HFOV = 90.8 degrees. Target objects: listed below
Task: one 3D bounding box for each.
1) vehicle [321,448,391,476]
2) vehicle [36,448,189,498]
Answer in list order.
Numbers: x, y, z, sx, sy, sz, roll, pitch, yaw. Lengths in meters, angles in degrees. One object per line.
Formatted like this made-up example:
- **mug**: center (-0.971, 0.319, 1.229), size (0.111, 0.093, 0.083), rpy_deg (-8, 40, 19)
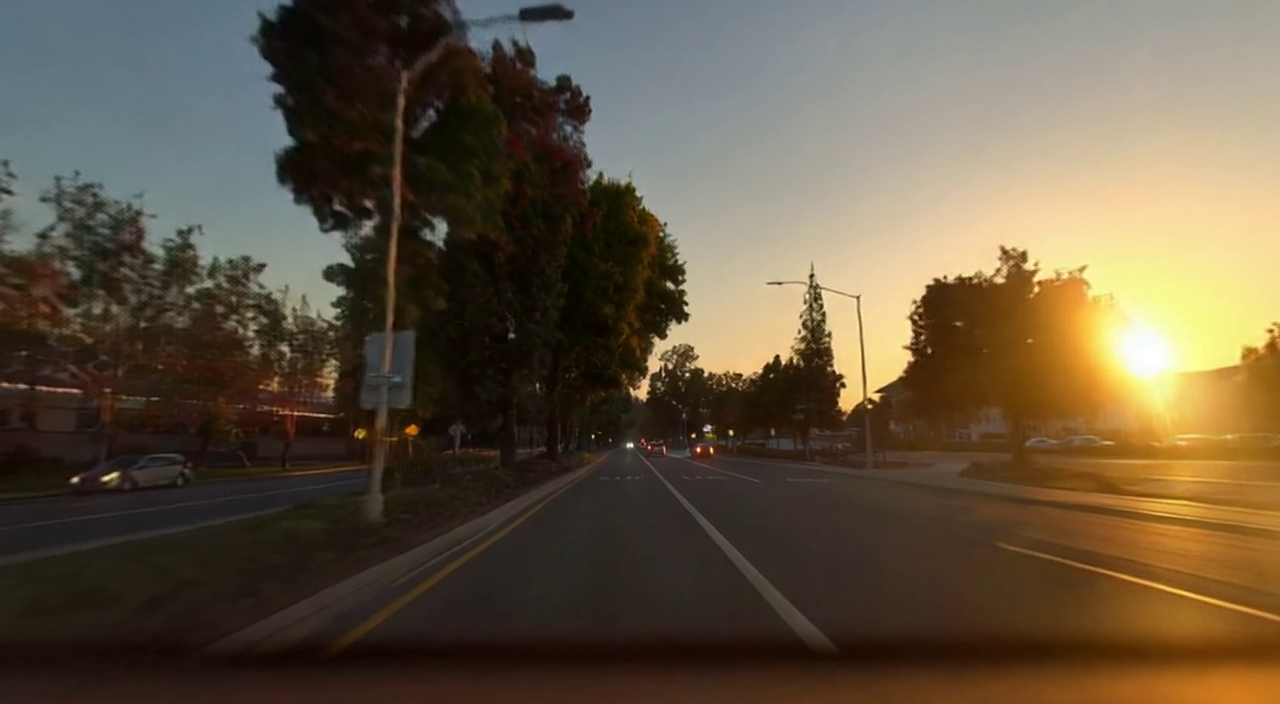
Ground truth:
- **vehicle**: center (-16.500, 6.369, 36.944), size (1.961, 1.480, 4.520), rpy_deg (0, -8, 0)
- **vehicle**: center (-19.670, 4.490, 23.890), size (1.957, 1.643, 4.460), rpy_deg (-1, -9, -1)
